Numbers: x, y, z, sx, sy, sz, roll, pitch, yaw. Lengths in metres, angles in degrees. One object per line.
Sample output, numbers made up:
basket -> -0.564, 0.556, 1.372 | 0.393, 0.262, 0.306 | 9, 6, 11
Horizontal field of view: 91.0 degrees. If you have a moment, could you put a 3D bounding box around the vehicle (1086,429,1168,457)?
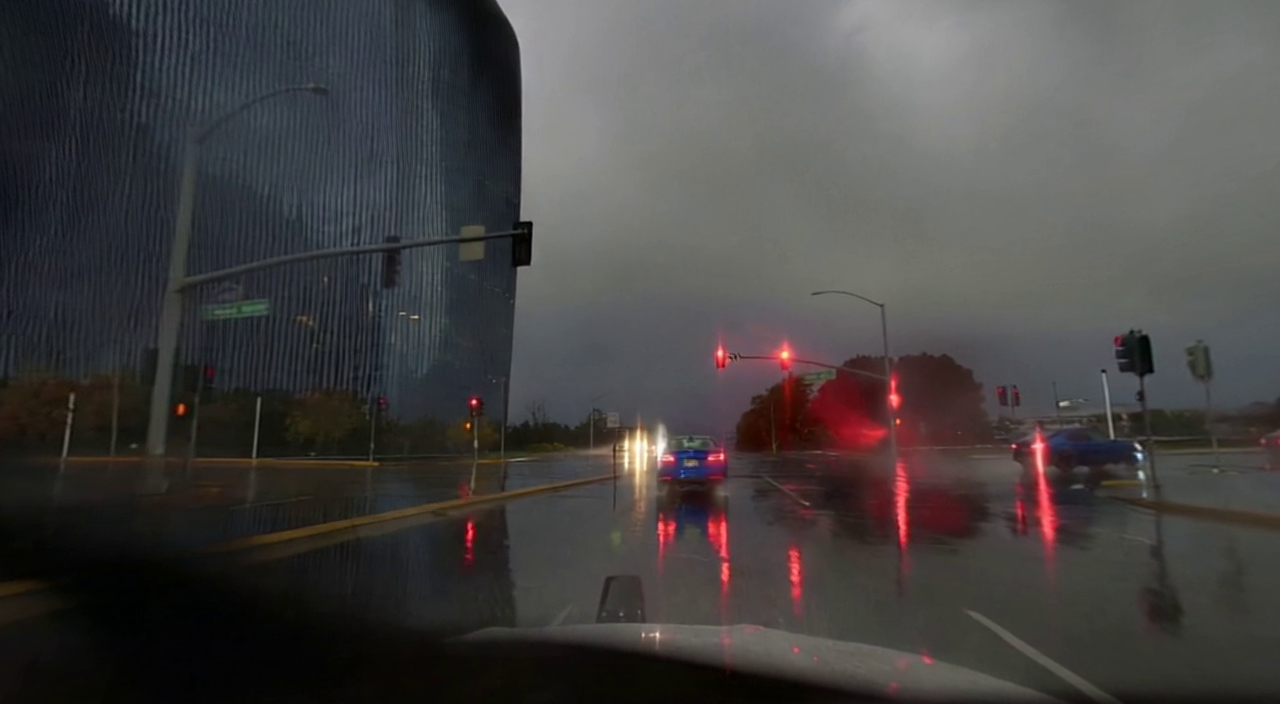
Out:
vehicle -> 28.583, 5.399, 37.144 | 1.864, 1.519, 4.317 | -1, -9, 8

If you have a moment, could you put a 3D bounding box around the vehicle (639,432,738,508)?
vehicle -> 1.272, 2.734, 15.072 | 2.014, 1.525, 4.197 | -1, -9, 8

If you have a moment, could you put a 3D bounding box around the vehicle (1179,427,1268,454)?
vehicle -> 33.337, 5.100, 36.125 | 1.743, 1.472, 3.772 | -1, -9, 6

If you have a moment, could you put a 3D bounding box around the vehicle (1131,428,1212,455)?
vehicle -> 30.853, 5.240, 36.669 | 1.816, 1.476, 3.652 | -1, -9, 8

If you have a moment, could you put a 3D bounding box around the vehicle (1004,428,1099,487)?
vehicle -> 13.974, 3.518, 21.249 | 2.174, 1.749, 4.739 | -6, -11, 37
